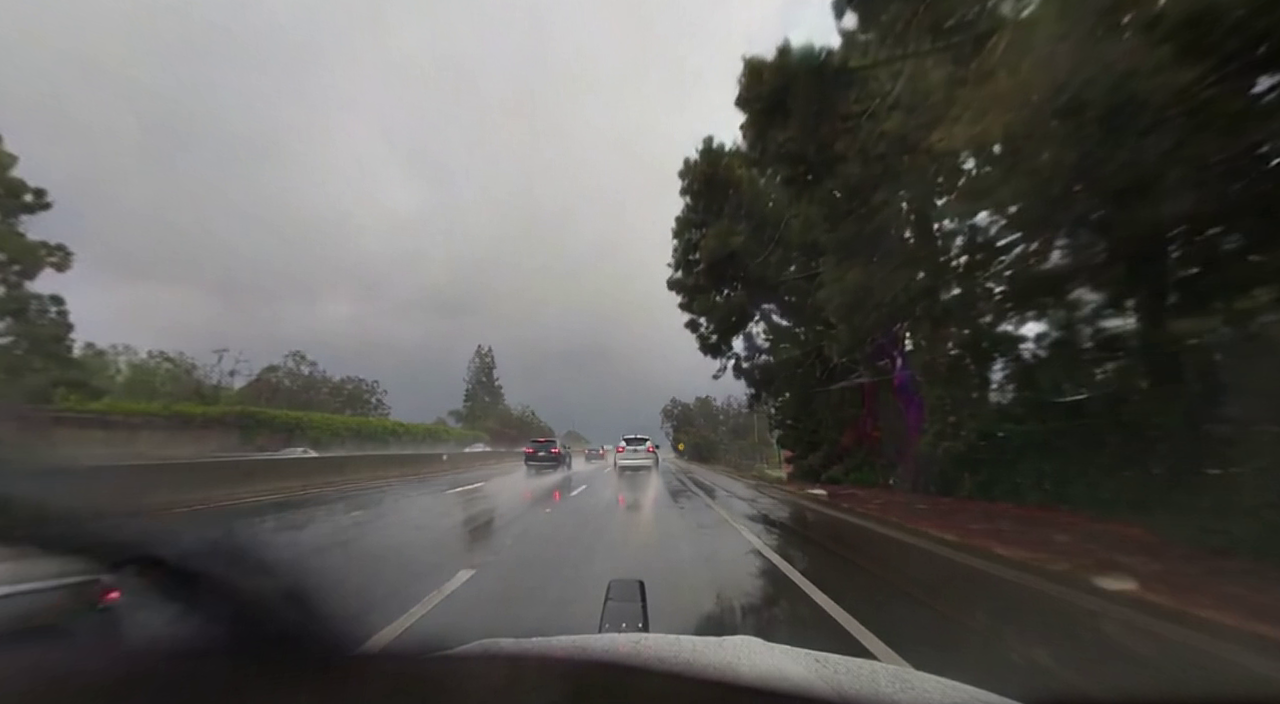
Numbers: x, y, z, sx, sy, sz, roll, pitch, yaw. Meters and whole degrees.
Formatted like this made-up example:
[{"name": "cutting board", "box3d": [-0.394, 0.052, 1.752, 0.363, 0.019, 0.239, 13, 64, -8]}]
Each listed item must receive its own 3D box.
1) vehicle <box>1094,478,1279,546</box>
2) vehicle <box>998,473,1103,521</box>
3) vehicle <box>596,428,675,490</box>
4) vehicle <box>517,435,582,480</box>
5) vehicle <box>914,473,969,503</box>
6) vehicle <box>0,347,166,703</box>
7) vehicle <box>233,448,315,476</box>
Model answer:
[{"name": "vehicle", "box3d": [17.841, 5.104, 20.608, 2.393, 1.795, 4.877, -3, -11, 2]}, {"name": "vehicle", "box3d": [18.548, 6.535, 28.787, 1.965, 1.761, 4.363, 0, -8, 3]}, {"name": "vehicle", "box3d": [-0.149, 3.487, 20.854, 2.319, 1.813, 4.274, 0, -8, 0]}, {"name": "vehicle", "box3d": [-3.793, 4.501, 27.271, 2.104, 1.754, 4.515, 0, -8, 1]}, {"name": "vehicle", "box3d": [19.897, 8.976, 41.809, 1.832, 1.624, 4.158, -1, -8, 4]}, {"name": "vehicle", "box3d": [-3.414, 0.608, 0.855, 2.117, 1.665, 4.365, 0, -8, 0]}, {"name": "vehicle", "box3d": [-20.755, 6.214, 36.041, 1.886, 1.465, 4.632, 0, -8, 1]}]
